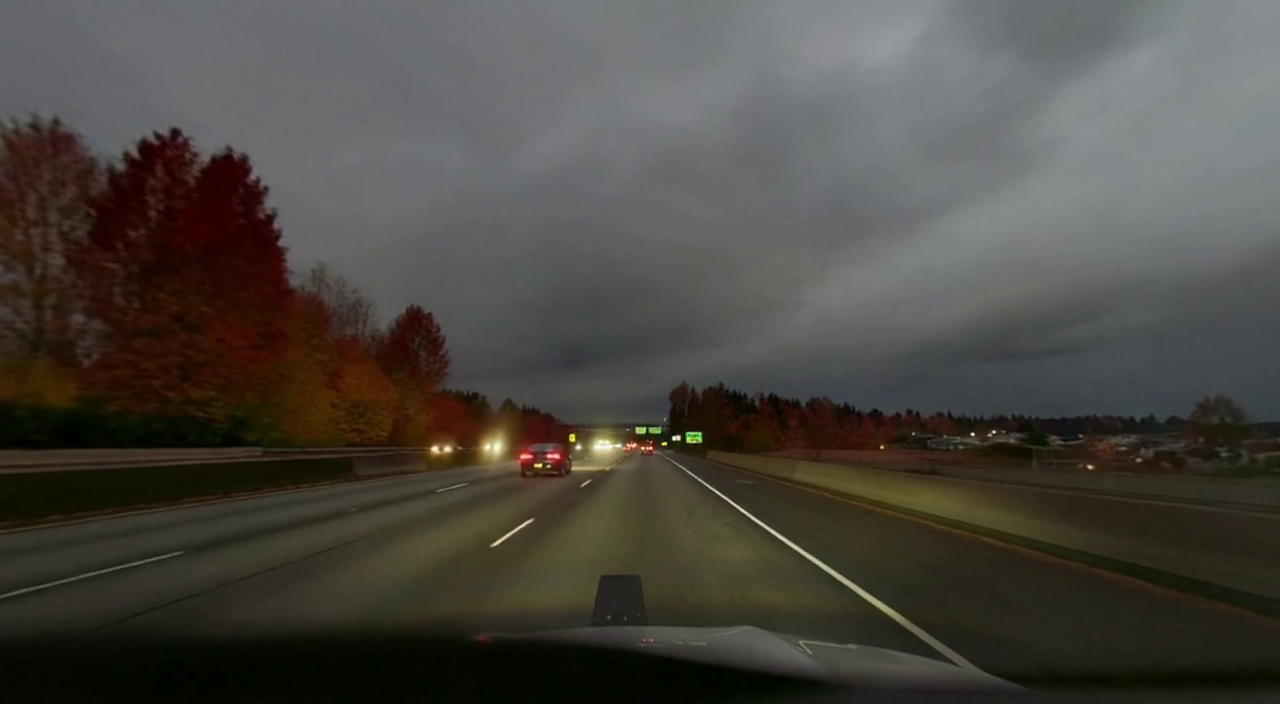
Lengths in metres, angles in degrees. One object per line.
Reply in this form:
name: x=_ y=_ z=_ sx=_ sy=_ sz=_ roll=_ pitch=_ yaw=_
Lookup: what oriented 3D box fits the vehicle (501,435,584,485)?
vehicle: x=-3.304 y=3.756 z=22.273 sx=2.061 sy=1.572 sz=4.814 roll=0 pitch=-8 yaw=1
